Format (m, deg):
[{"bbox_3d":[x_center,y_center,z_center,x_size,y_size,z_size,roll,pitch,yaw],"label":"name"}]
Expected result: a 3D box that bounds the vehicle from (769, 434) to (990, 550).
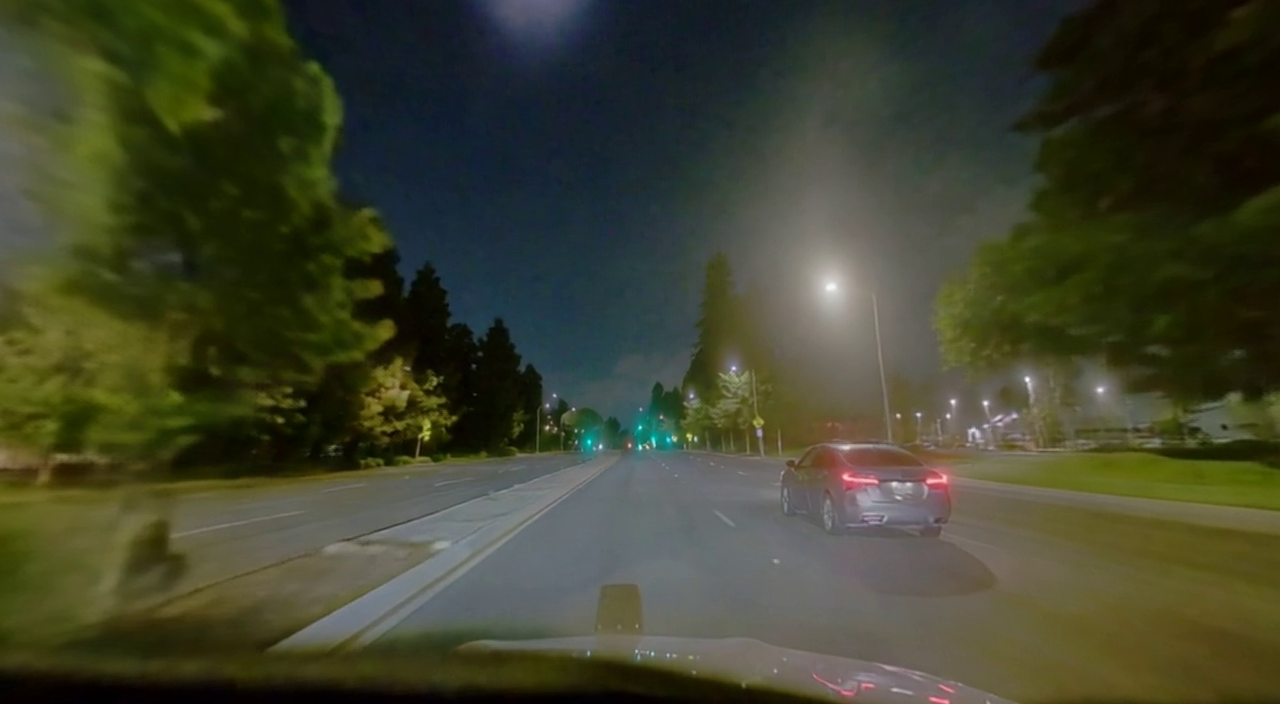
[{"bbox_3d":[3.454,2.071,10.065,1.852,1.453,4.083,0,-8,-1],"label":"vehicle"}]
